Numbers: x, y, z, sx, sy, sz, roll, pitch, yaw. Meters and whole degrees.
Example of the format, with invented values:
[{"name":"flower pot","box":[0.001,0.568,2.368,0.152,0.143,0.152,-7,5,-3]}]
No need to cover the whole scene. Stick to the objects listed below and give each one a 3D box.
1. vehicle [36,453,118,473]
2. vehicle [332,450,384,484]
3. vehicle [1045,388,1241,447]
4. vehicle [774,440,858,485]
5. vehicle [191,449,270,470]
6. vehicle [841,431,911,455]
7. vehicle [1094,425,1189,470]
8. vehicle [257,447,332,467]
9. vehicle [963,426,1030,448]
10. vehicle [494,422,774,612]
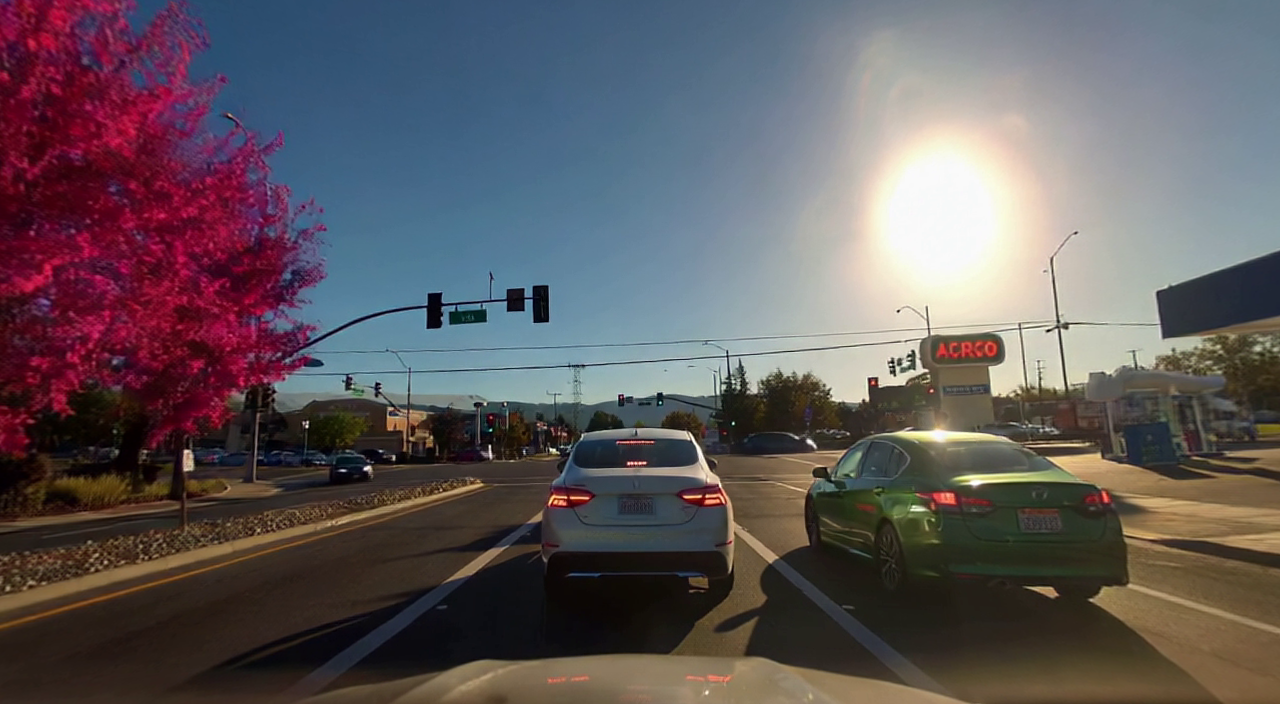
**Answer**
[{"name":"vehicle","box":[-41.443,8.185,46.437,4.511,1.407,1.764,-1,-8,4]},{"name":"vehicle","box":[-13.801,5.516,30.693,1.944,1.465,4.609,4,-9,-27]},{"name":"vehicle","box":[34.164,4.534,43.093,10.890,3.868,3.021,0,-8,-3]},{"name":"vehicle","box":[6.551,4.149,24.028,1.942,1.511,4.390,0,-8,0]},{"name":"vehicle","box":[-29.404,7.746,45.331,4.466,1.438,1.837,-1,-8,5]},{"name":"vehicle","box":[18.281,7.048,49.017,4.656,1.605,1.942,-3,-8,4]},{"name":"vehicle","box":[18.590,3.515,23.280,4.300,1.495,2.053,8,-12,-43]},{"name":"vehicle","box":[-26.728,8.110,48.816,4.806,1.472,1.886,-1,-8,5]},{"name":"vehicle","box":[27.104,6.512,48.016,3.968,1.572,1.740,0,-9,4]},{"name":"vehicle","box":[-0.062,1.605,7.086,2.213,1.482,4.057,0,-8,0]}]
